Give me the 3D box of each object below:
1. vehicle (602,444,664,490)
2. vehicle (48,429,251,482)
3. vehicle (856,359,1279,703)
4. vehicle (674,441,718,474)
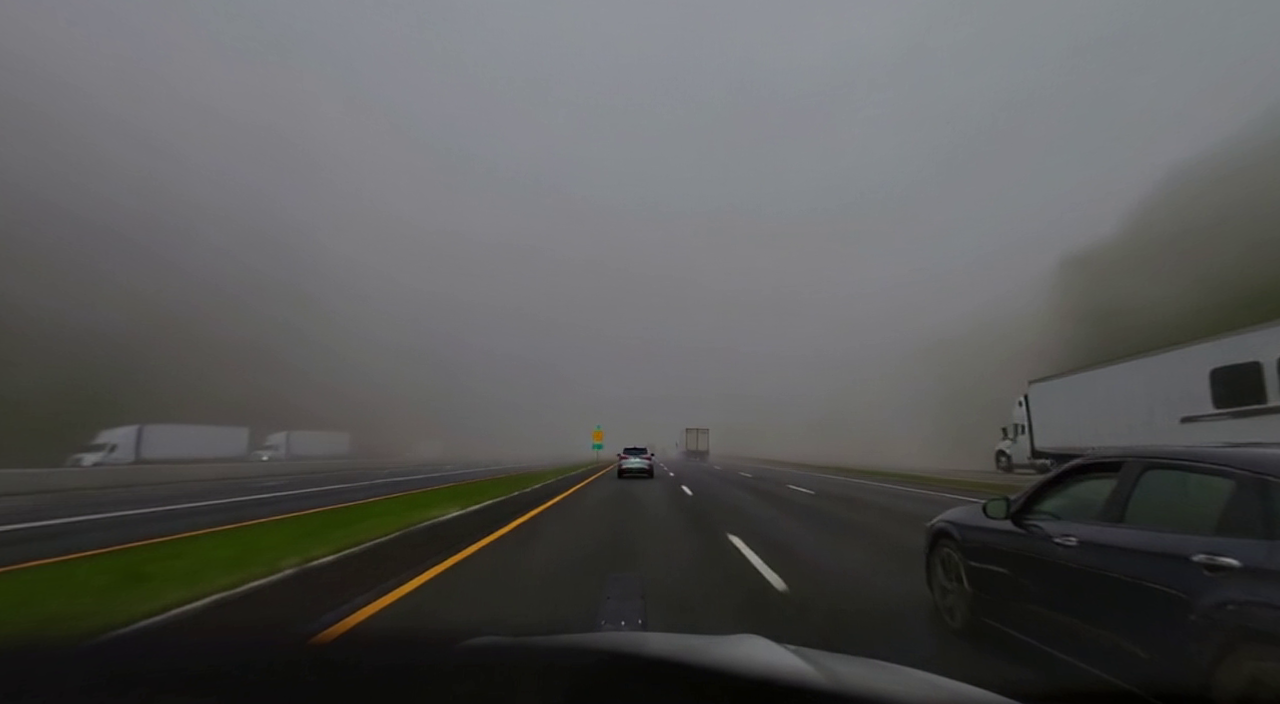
[{"bbox_3d":[-0.240,4.007,22.220,1.970,1.441,3.846,0,-9,0],"label":"vehicle"},{"bbox_3d":[-35.956,7.508,47.840,2.901,3.250,16.142,-2,-7,-1],"label":"vehicle"},{"bbox_3d":[2.933,0.995,3.187,1.997,1.534,4.664,0,-9,0],"label":"vehicle"},{"bbox_3d":[3.109,5.972,35.773,2.048,1.704,4.284,0,-9,0],"label":"vehicle"}]
